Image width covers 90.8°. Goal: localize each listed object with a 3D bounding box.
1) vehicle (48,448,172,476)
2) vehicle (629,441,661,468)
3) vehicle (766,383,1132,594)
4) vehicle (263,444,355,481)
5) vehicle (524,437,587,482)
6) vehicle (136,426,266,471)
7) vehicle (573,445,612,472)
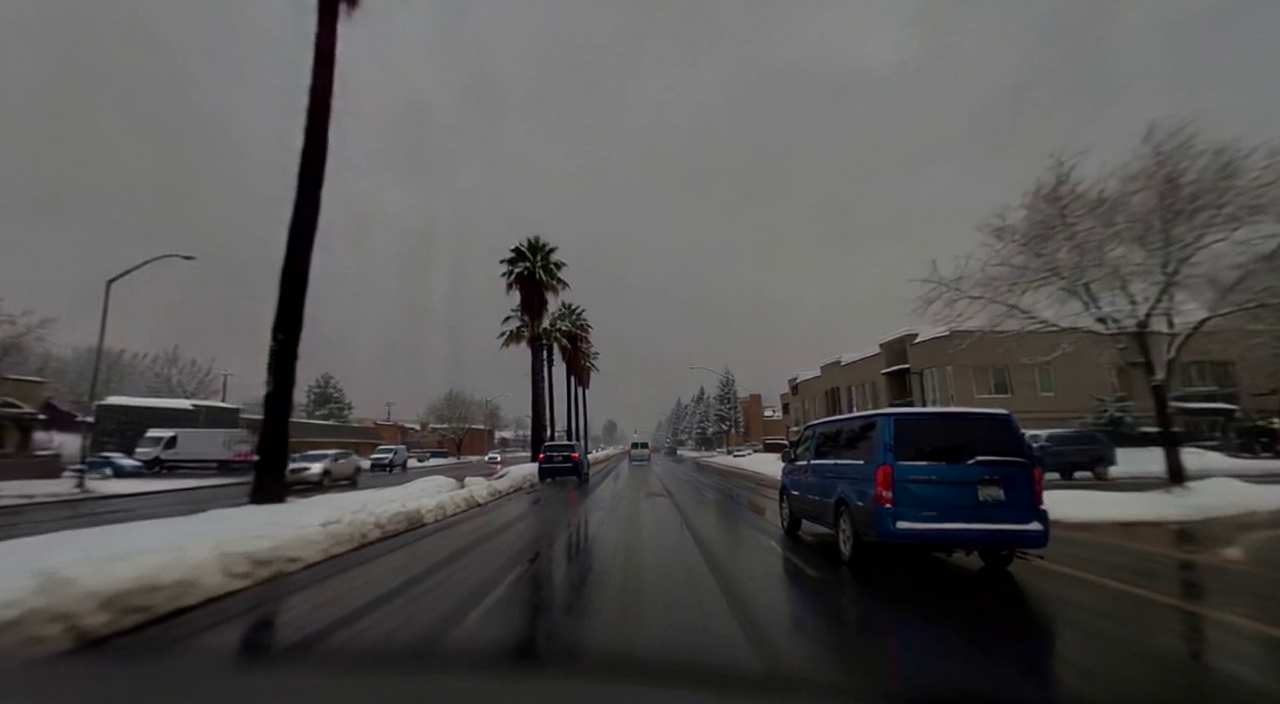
[{"bbox_3d":[-29.297,6.064,35.063,4.876,1.487,1.993,1,-9,-4],"label":"vehicle"},{"bbox_3d":[0.301,7.288,45.056,2.191,1.761,3.857,0,-9,0],"label":"vehicle"},{"bbox_3d":[3.324,1.609,8.279,2.234,1.912,4.847,0,-9,-1],"label":"vehicle"},{"bbox_3d":[-16.940,5.667,32.659,2.039,1.729,4.766,0,-9,2],"label":"vehicle"},{"bbox_3d":[-3.413,4.433,26.330,1.967,1.703,4.157,0,-9,1],"label":"vehicle"},{"bbox_3d":[-29.848,6.562,43.172,6.775,2.936,2.546,0,-9,-1],"label":"vehicle"},{"bbox_3d":[-2.715,6.176,36.935,1.869,1.454,4.142,0,-9,1],"label":"vehicle"}]
